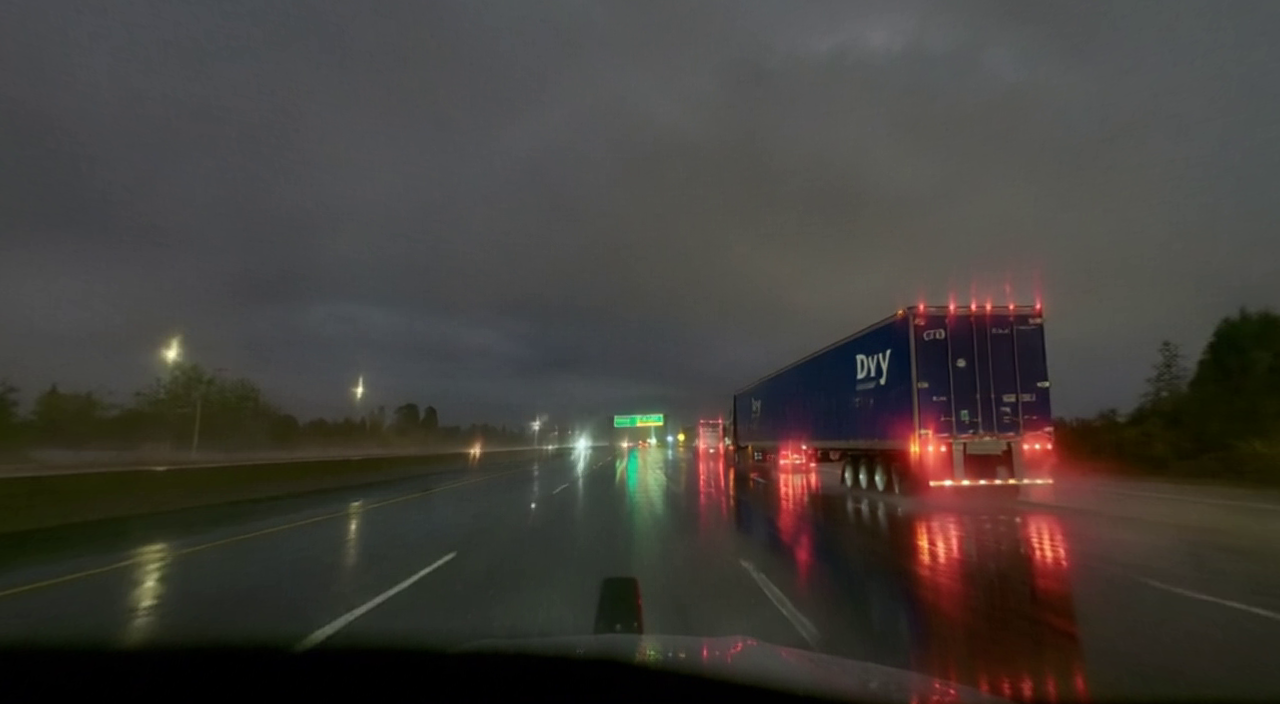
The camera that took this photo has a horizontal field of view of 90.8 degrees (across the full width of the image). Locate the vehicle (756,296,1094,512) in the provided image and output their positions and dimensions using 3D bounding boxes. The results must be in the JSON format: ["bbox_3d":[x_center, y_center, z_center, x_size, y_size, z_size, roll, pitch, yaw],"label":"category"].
[{"bbox_3d":[6.636,2.084,19.640,2.962,3.947,16.241,0,-8,0],"label":"vehicle"}]
